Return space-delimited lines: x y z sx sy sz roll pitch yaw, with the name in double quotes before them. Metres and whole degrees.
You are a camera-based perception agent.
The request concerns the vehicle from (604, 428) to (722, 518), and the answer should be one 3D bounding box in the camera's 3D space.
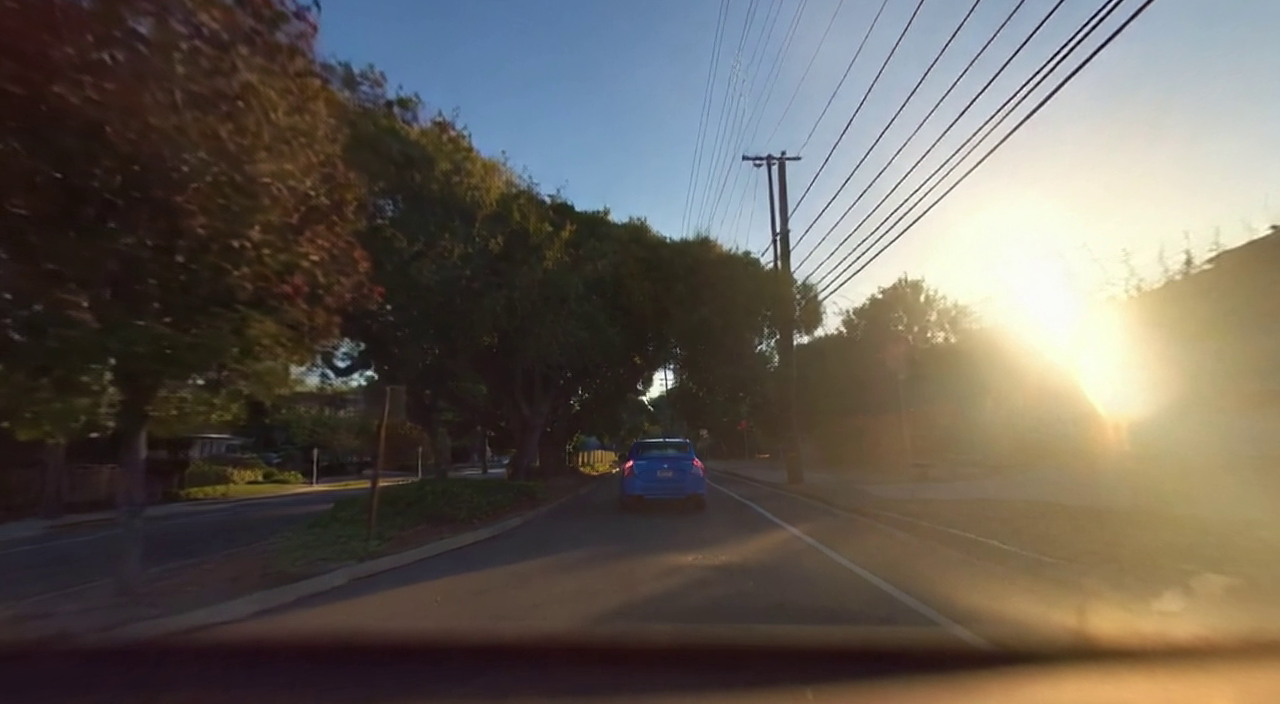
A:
"vehicle" 0.424 2.570 13.921 2.200 1.653 4.127 0 -8 0
